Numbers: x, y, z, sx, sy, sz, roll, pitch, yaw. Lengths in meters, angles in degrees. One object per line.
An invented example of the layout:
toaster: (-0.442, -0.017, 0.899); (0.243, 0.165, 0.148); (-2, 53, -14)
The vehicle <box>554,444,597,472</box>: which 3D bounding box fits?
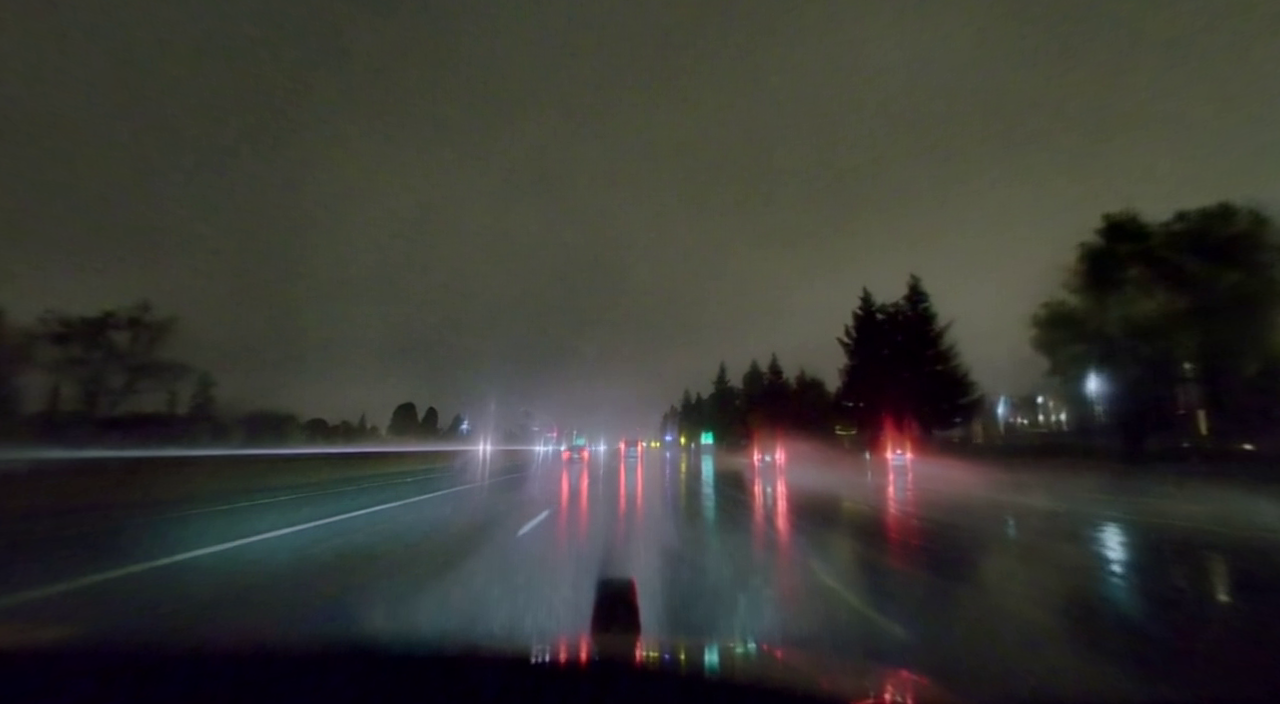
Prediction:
vehicle: (-3.912, 6.510, 39.048); (2.140, 1.574, 4.946); (0, -8, 0)
